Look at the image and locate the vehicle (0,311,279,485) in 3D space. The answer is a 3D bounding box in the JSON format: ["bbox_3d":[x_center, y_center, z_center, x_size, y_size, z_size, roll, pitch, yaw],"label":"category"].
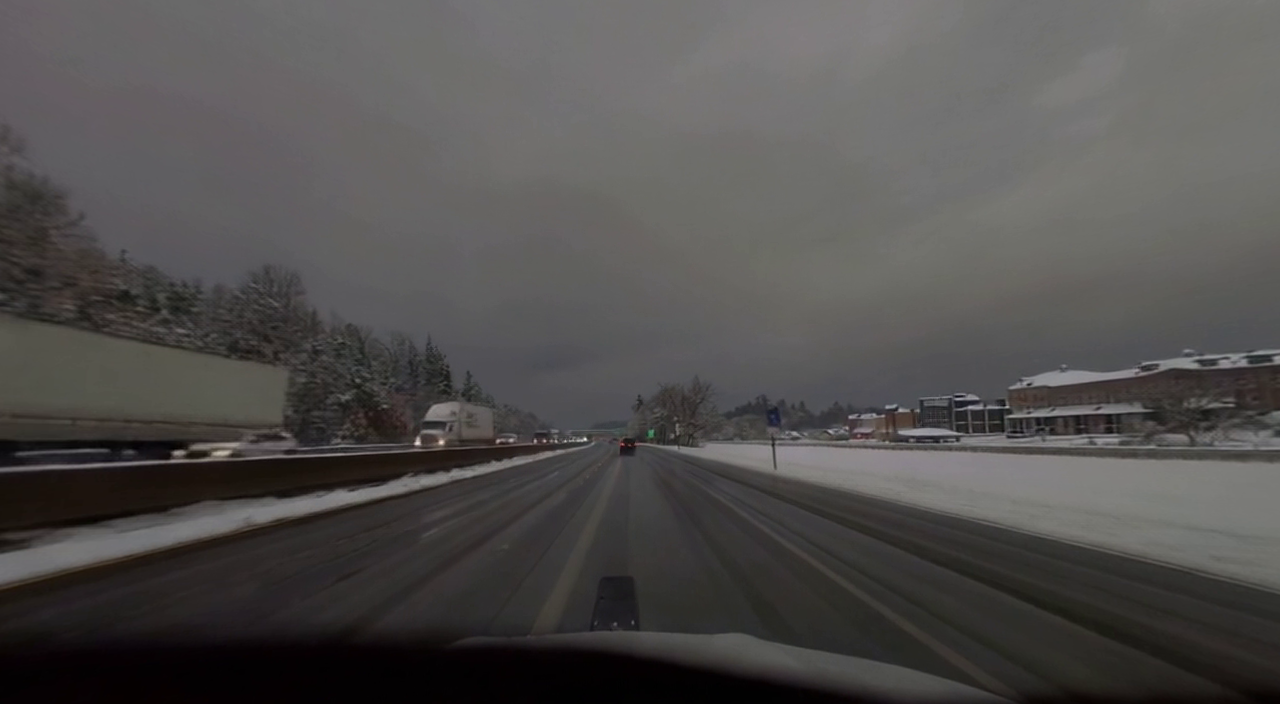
[{"bbox_3d":[-16.744,1.792,19.699,3.003,4.074,13.799,0,-8,-1],"label":"vehicle"}]

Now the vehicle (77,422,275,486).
[{"bbox_3d":[-12.664,2.821,17.701,2.006,1.512,4.784,0,-8,-2],"label":"vehicle"}]

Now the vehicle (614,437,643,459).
[{"bbox_3d":[-0.921,7.177,47.148,2.099,1.504,3.843,0,-8,-2],"label":"vehicle"}]
